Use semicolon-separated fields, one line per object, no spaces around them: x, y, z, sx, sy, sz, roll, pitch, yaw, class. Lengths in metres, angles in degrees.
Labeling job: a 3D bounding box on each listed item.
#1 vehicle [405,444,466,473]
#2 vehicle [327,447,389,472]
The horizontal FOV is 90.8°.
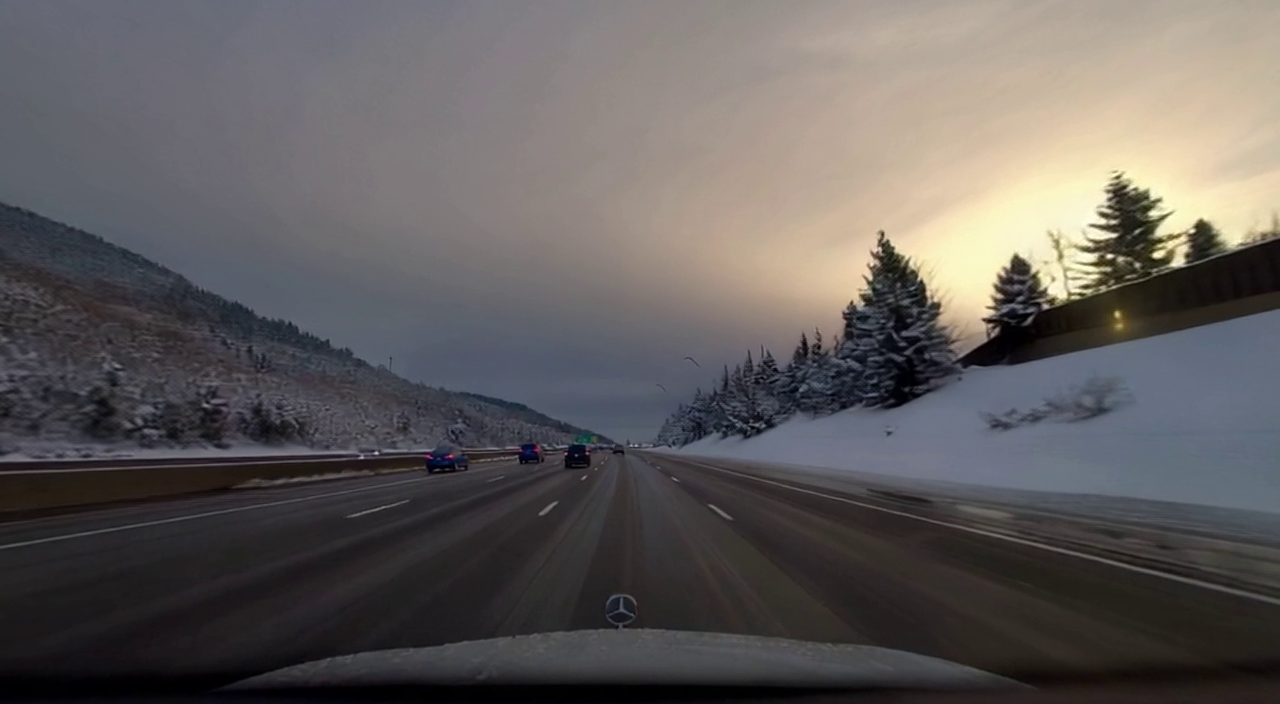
-11.259;5.893;35.147;1.949;1.475;4.740;0;-9;-2;vehicle
-17.081;6.515;38.499;1.927;1.396;4.150;0;-9;-1;vehicle
